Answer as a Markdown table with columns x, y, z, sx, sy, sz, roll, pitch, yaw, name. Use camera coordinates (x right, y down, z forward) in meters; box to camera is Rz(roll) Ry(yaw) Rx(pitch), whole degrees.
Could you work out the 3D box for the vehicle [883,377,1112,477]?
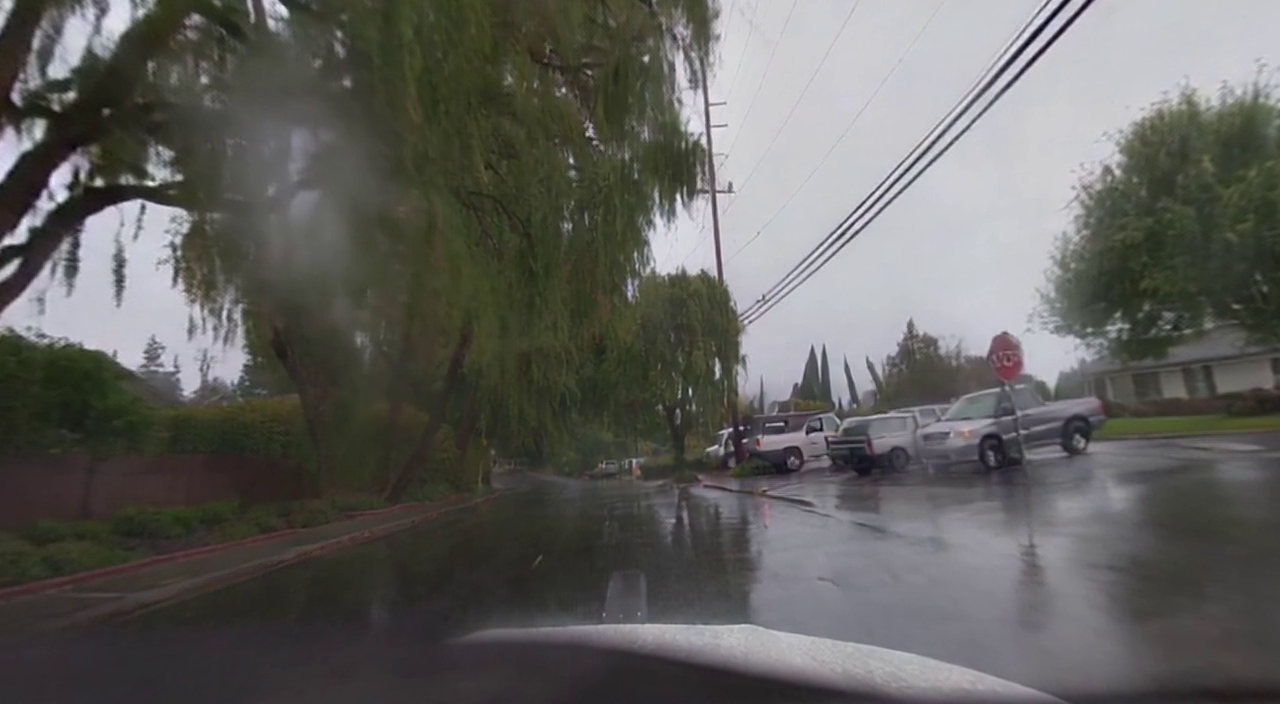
| x | y | z | sx | sy | sz | roll | pitch | yaw | name |
| --- | --- | --- | --- | --- | --- | --- | --- | --- | --- |
| 8.127 | 1.750 | 14.366 | 4.780 | 1.984 | 1.896 | 4 | -9 | -23 | vehicle |
